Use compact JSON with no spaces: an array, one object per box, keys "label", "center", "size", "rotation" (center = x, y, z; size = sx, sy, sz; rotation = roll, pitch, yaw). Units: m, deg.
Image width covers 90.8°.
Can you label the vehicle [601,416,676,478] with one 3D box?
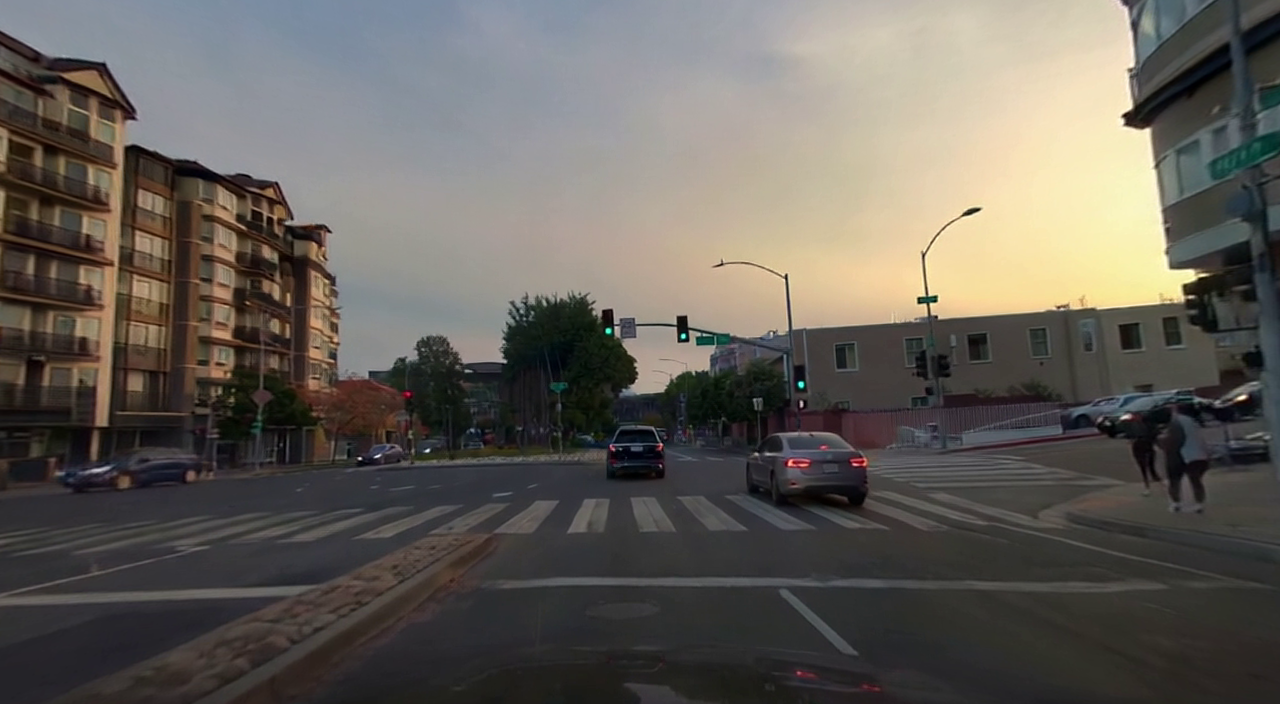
[{"label":"vehicle","center":[-0.013,3.072,20.481],"size":[2.168,1.776,4.135],"rotation":[0,-8,1]}]

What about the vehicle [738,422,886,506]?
[{"label":"vehicle","center":[3.557,2.422,14.064],"size":[1.987,1.538,4.510],"rotation":[0,-8,0]}]

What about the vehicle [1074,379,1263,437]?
[{"label":"vehicle","center":[20.363,2.225,24.541],"size":[5.146,1.699,2.269],"rotation":[-5,-8,1]}]

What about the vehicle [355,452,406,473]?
[{"label":"vehicle","center":[-20.044,8.547,49.040],"size":[1.979,1.488,4.473],"rotation":[0,-8,1]}]

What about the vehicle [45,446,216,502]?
[{"label":"vehicle","center":[-17.439,4.136,22.003],"size":[2.132,1.710,4.504],"rotation":[0,-8,1]}]

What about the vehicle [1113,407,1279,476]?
[{"label":"vehicle","center":[13.941,2.074,14.676],"size":[4.354,1.466,1.863],"rotation":[0,-9,-1]}]
